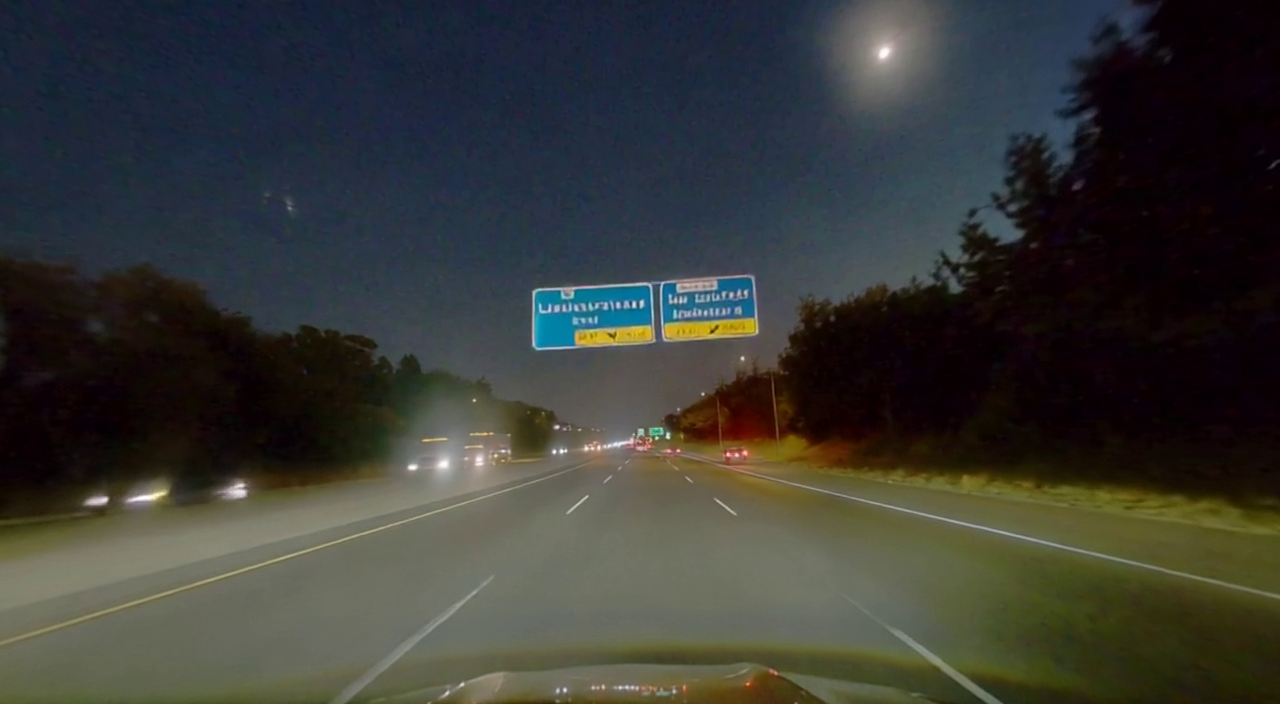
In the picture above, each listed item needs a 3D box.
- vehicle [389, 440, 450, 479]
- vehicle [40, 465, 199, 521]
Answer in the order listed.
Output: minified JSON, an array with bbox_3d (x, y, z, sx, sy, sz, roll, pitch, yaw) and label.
[{"bbox_3d":[-15.461,7.533,44.509,2.281,2.519,5.502,0,-9,0],"label":"vehicle"},{"bbox_3d":[-19.071,5.146,23.433,1.989,1.749,4.483,0,-9,1],"label":"vehicle"}]
